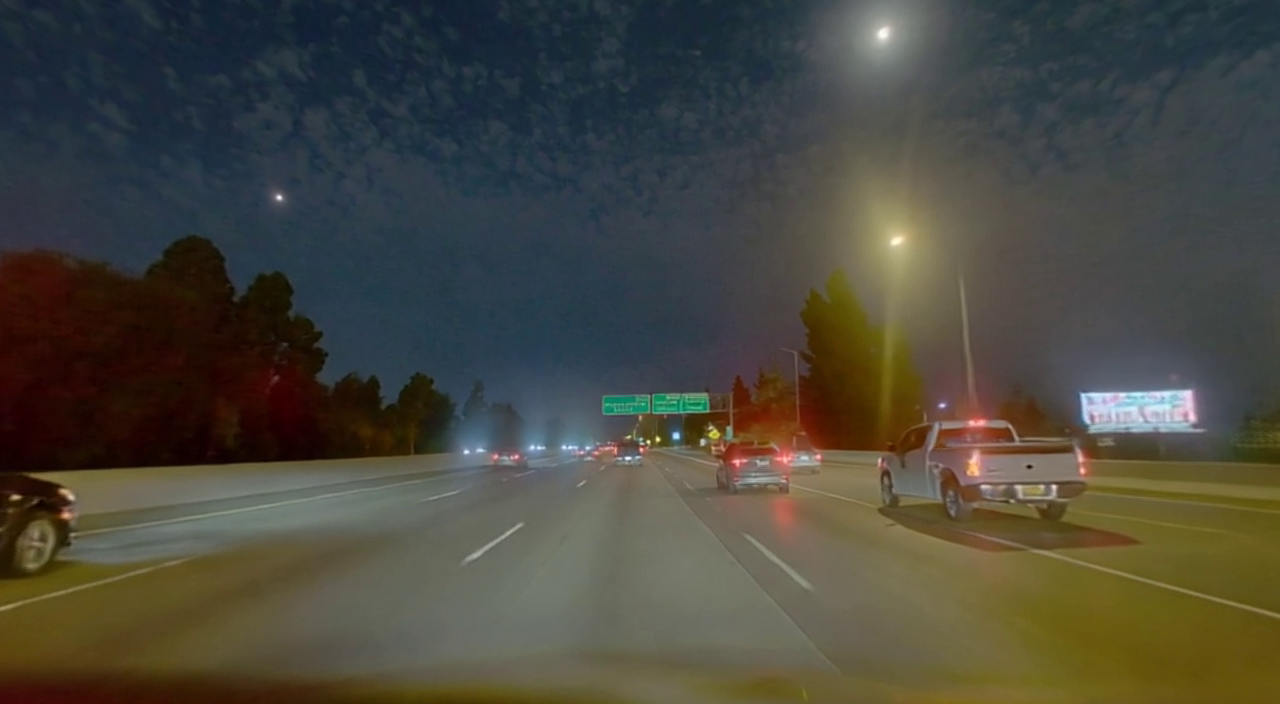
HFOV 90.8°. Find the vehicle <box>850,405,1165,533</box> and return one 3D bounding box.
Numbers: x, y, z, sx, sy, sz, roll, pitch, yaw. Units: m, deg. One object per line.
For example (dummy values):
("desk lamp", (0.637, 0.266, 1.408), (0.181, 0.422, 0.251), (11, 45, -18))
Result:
("vehicle", (6.554, 2.206, 12.569), (2.635, 1.919, 5.907), (0, -8, -1))

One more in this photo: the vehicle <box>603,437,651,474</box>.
("vehicle", (-0.634, 5.389, 33.168), (2.323, 1.805, 4.729), (0, -8, 0))

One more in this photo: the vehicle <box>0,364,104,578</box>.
("vehicle", (-7.269, 0.828, 3.964), (2.444, 2.012, 6.122), (0, -8, 0))

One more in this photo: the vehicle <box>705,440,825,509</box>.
("vehicle", (2.916, 2.954, 15.780), (2.011, 1.462, 4.286), (0, -8, -1))

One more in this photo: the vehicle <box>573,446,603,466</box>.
("vehicle", (-3.978, 7.977, 48.555), (1.935, 1.487, 4.076), (0, -8, 0))

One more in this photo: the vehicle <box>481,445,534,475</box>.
("vehicle", (-7.095, 5.806, 34.292), (1.920, 1.482, 4.385), (0, -8, 0))
